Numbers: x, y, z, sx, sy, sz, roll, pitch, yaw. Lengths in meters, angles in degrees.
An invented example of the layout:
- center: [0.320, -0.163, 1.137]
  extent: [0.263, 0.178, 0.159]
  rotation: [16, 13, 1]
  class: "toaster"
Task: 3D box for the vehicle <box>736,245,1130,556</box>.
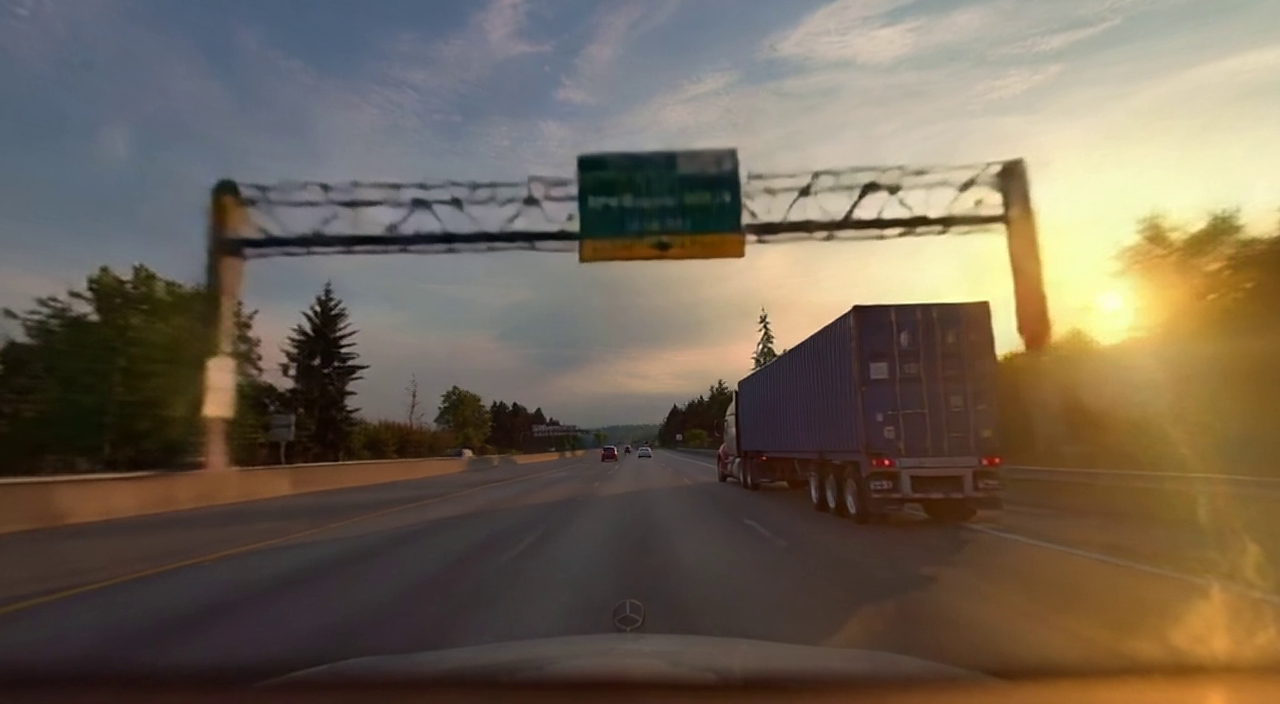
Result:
- center: [4.703, 1.553, 14.576]
  extent: [2.821, 4.046, 12.876]
  rotation: [0, -9, 0]
  class: "vehicle"
